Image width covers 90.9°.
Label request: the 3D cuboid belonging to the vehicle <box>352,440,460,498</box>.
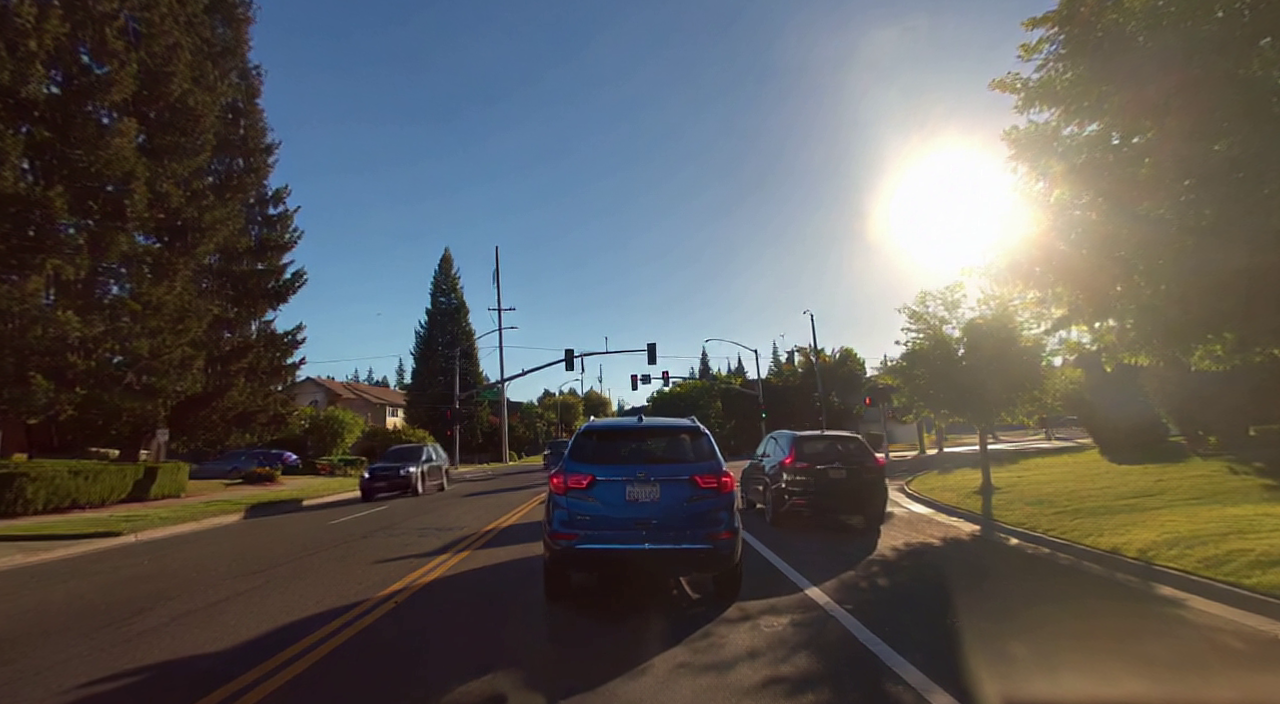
[{"bbox_3d":[-7.477,3.736,20.584,1.985,1.672,3.960,0,-8,0],"label":"vehicle"}]

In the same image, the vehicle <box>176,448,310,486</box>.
[{"bbox_3d":[-16.116,4.653,25.730,4.245,1.446,1.827,0,-8,1],"label":"vehicle"}]

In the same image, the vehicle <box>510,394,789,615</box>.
[{"bbox_3d":[0.058,1.479,7.012,2.151,1.695,4.100,0,-8,0],"label":"vehicle"}]

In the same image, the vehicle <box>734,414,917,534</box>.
[{"bbox_3d":[3.076,2.118,11.527,1.967,1.756,4.281,0,-8,-1],"label":"vehicle"}]
